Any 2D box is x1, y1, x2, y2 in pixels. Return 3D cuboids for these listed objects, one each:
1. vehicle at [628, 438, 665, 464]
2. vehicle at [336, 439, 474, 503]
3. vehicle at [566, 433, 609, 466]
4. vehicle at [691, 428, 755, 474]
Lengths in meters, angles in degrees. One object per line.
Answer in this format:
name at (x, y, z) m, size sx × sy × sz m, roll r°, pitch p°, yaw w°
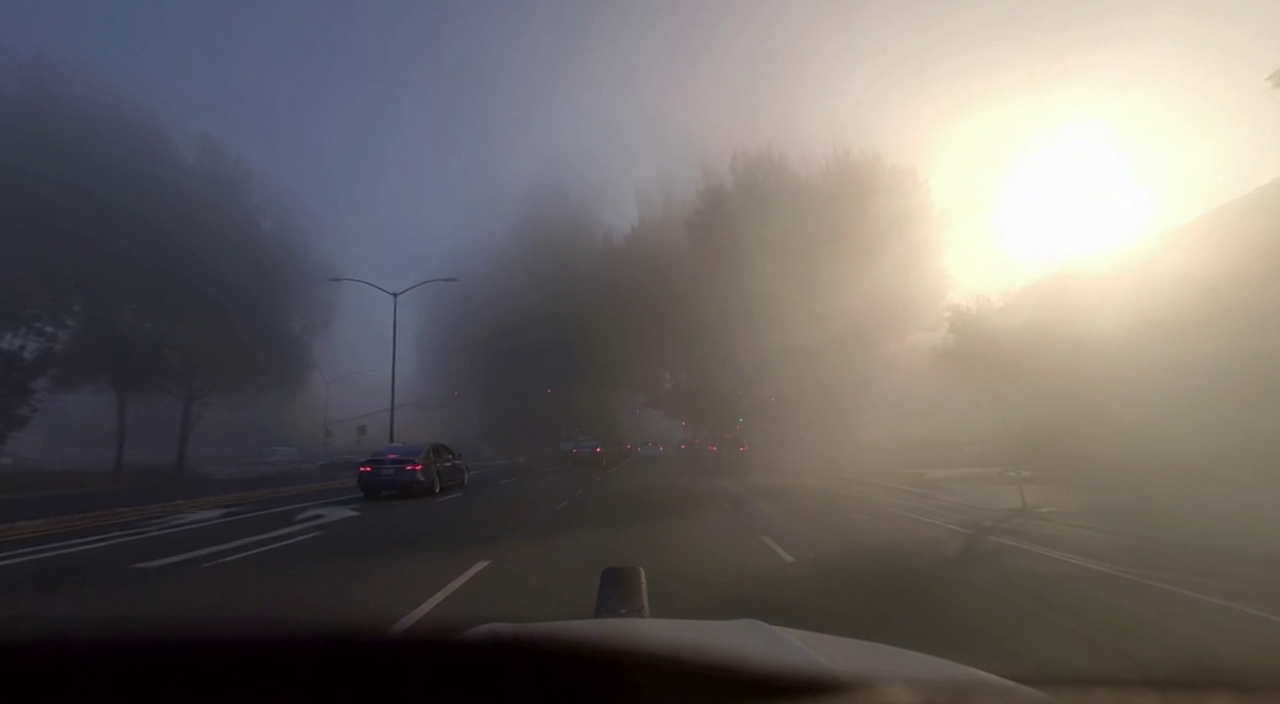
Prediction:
vehicle at (0.370, 5.727, 36.445) m, size 2.021 × 1.461 × 3.862 m, roll 0°, pitch -8°, yaw 0°
vehicle at (-6.031, 3.089, 16.824) m, size 1.926 × 1.465 × 4.620 m, roll 0°, pitch -8°, yaw 0°
vehicle at (-2.831, 5.407, 34.809) m, size 1.912 × 1.703 × 4.261 m, roll 0°, pitch -8°, yaw 2°
vehicle at (3.532, 4.319, 27.609) m, size 2.141 × 1.833 × 4.704 m, roll 0°, pitch -8°, yaw 0°
